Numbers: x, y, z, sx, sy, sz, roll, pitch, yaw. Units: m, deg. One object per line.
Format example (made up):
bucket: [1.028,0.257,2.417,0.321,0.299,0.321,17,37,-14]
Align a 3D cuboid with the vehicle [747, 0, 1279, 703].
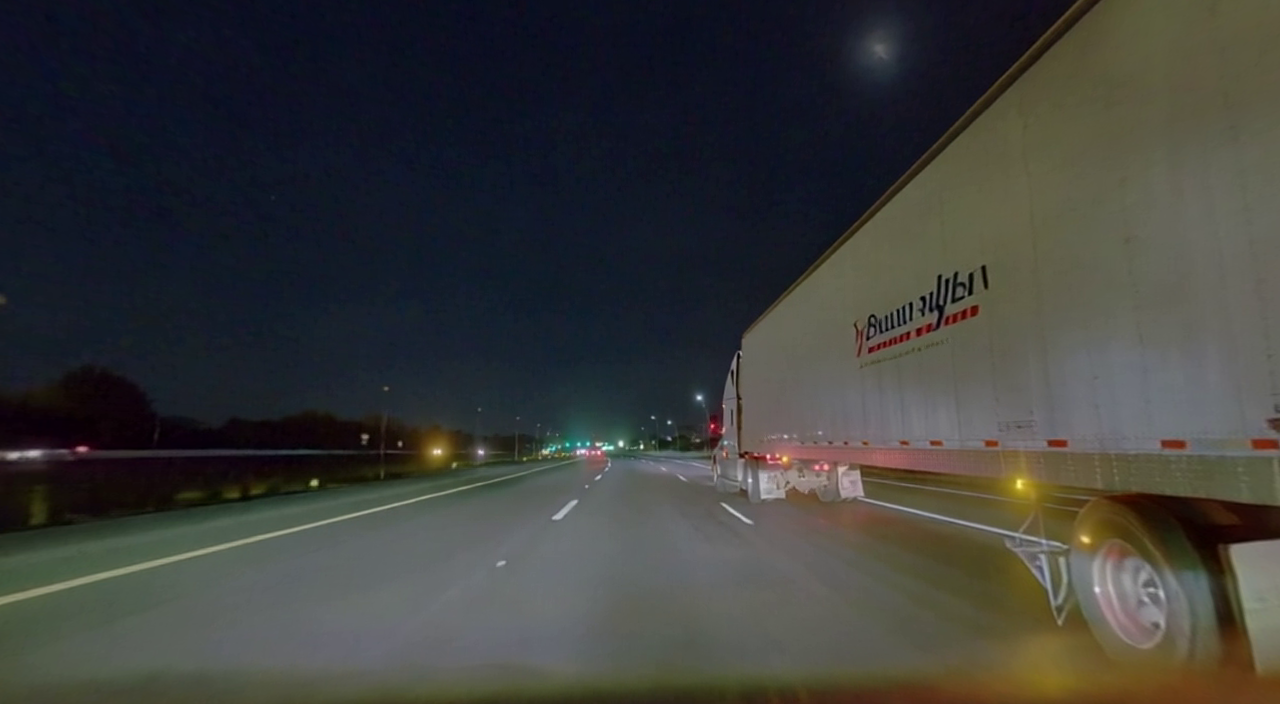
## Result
vehicle: [3.953,0.534,8.473,2.962,4.132,12.720,0,-8,1]
